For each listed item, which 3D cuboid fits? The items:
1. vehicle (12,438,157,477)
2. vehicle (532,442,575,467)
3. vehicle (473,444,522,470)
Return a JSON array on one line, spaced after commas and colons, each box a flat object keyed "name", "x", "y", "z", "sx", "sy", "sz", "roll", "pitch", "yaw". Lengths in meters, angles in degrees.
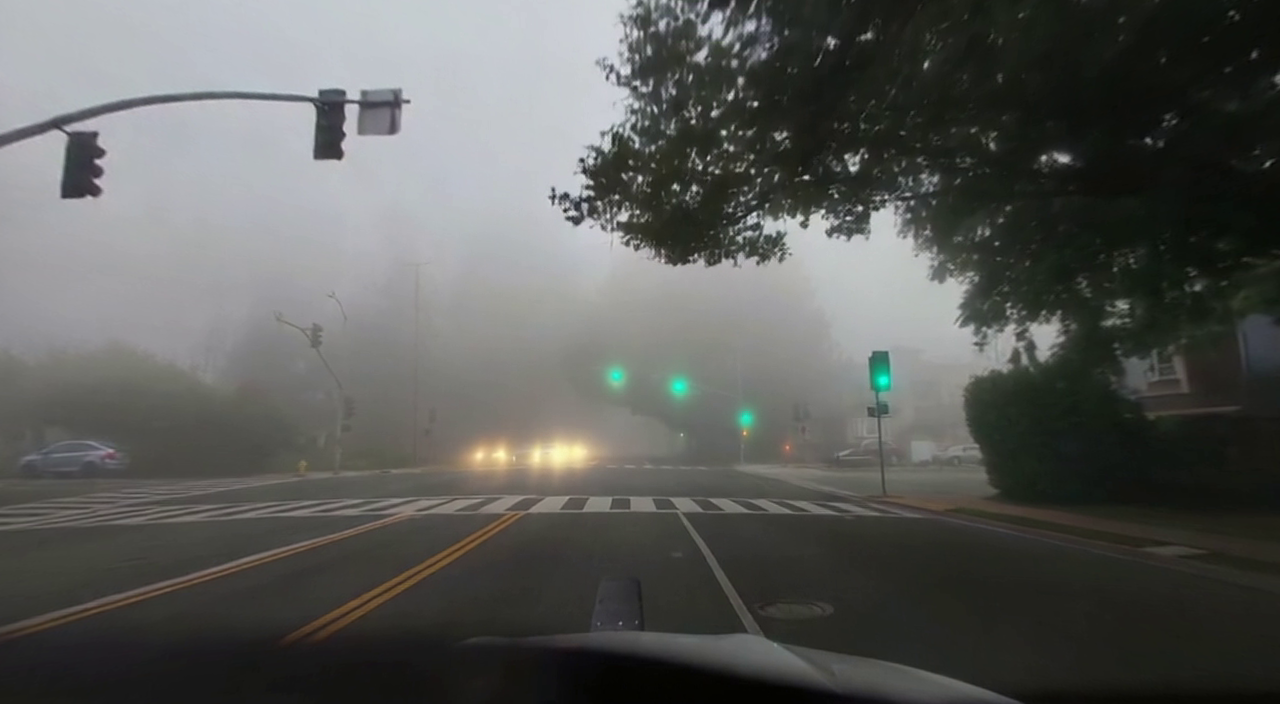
[{"name": "vehicle", "x": -26.661, "y": 5.080, "z": 30.506, "sx": 4.802, "sy": 1.776, "sz": 2.090, "roll": 1, "pitch": -8, "yaw": -5}, {"name": "vehicle", "x": -5.338, "y": 6.411, "z": 39.638, "sx": 2.003, "sy": 1.462, "sz": 4.220, "roll": 0, "pitch": -8, "yaw": 1}, {"name": "vehicle", "x": -8.781, "y": 6.487, "z": 39.338, "sx": 1.985, "sy": 1.475, "sz": 4.383, "roll": 0, "pitch": -8, "yaw": 1}]
